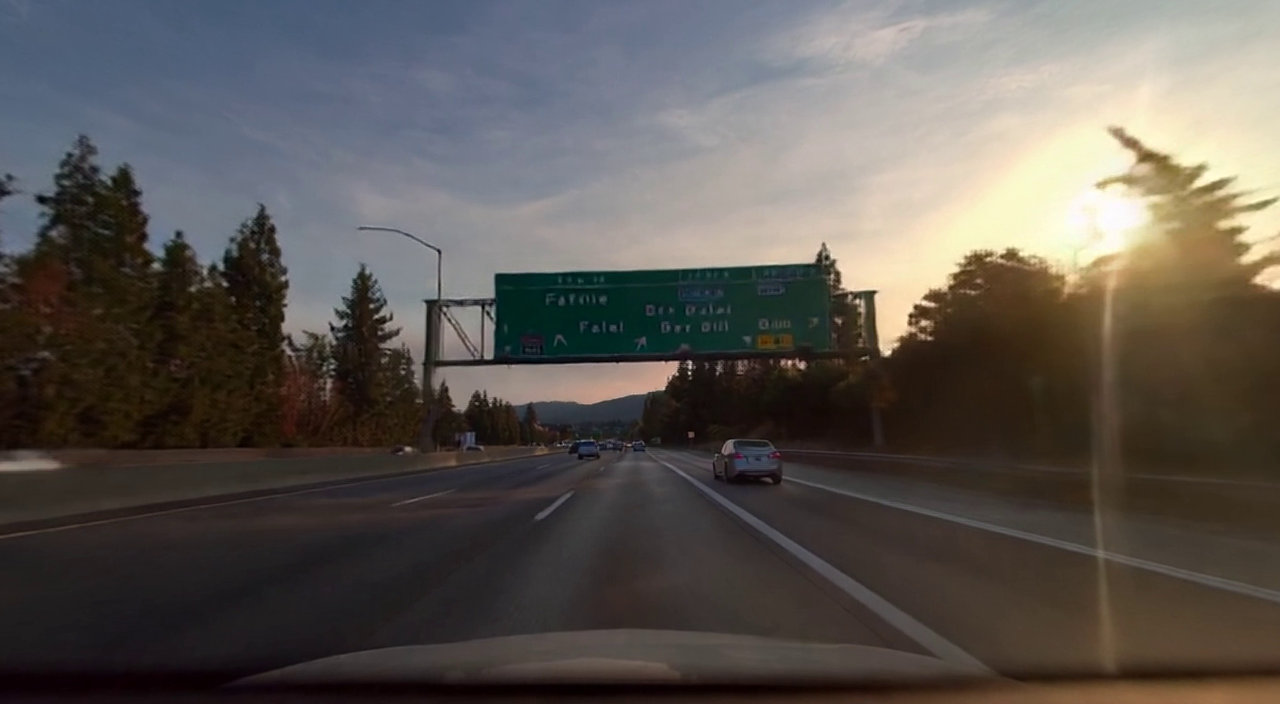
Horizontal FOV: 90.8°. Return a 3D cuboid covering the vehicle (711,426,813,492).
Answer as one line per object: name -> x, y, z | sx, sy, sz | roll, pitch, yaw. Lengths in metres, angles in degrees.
vehicle -> 3.397, 3.099, 18.515 | 2.053, 1.714, 4.097 | 0, -9, -2

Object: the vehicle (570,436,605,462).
vehicle -> -3.818, 7.090, 46.320 | 2.173, 1.793, 4.564 | 0, -9, 0
